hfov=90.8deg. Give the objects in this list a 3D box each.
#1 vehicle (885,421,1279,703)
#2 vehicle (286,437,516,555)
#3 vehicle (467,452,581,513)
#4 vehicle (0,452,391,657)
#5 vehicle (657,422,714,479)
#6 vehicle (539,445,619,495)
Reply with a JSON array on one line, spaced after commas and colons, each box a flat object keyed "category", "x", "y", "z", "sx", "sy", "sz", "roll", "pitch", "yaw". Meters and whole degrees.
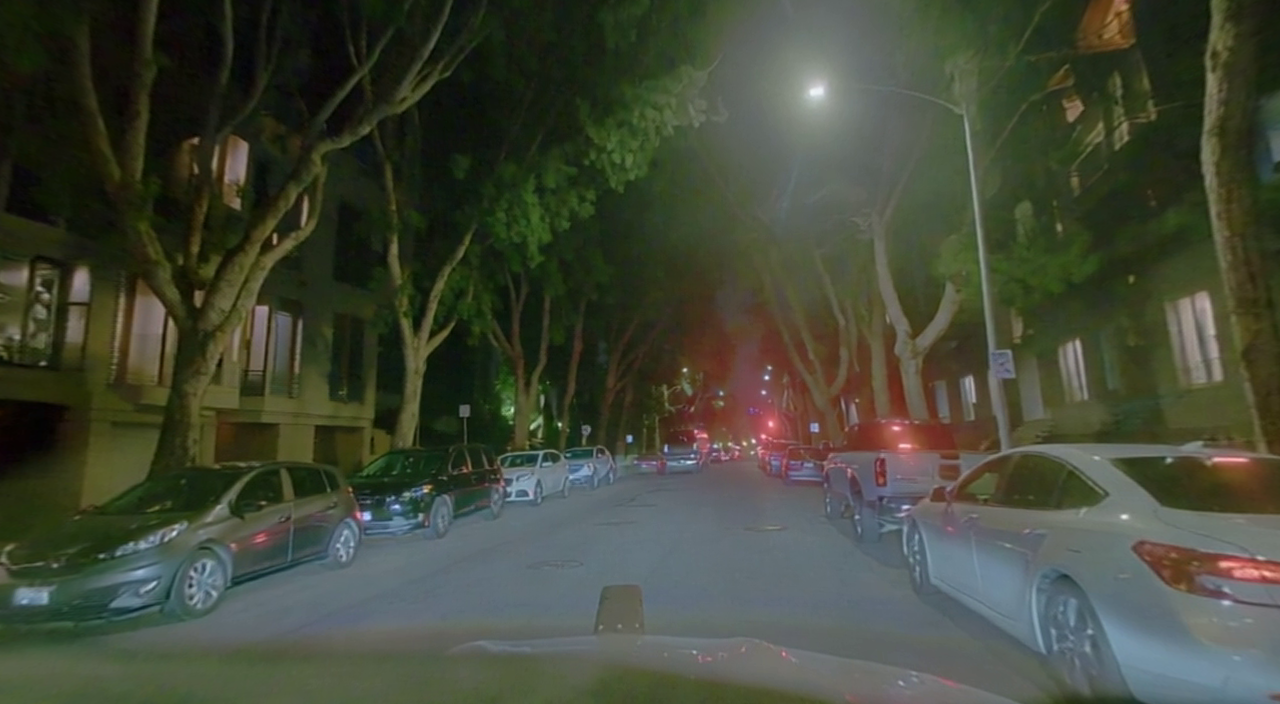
[{"category": "vehicle", "x": 3.388, "y": 1.297, "z": 4.421, "sx": 1.992, "sy": 1.456, "sz": 4.610, "roll": -1, "pitch": -8, "yaw": 7}, {"category": "vehicle", "x": -4.279, "y": 2.634, "z": 12.496, "sx": 2.203, "sy": 1.815, "sz": 4.972, "roll": -1, "pitch": -8, "yaw": 5}, {"category": "vehicle", "x": -3.217, "y": 3.734, "z": 18.636, "sx": 1.861, "sy": 1.474, "sz": 4.749, "roll": -1, "pitch": -8, "yaw": 8}, {"category": "vehicle", "x": -4.884, "y": 1.939, "z": 7.254, "sx": 1.855, "sy": 1.510, "sz": 4.406, "roll": -1, "pitch": -8, "yaw": 6}, {"category": "vehicle", "x": 2.739, "y": 5.577, "z": 36.028, "sx": 2.716, "sy": 2.887, "sz": 6.781, "roll": -1, "pitch": -9, "yaw": 9}, {"category": "vehicle", "x": -2.324, "y": 4.683, "z": 25.648, "sx": 2.002, "sy": 1.781, "sz": 5.380, "roll": -1, "pitch": -8, "yaw": 8}]
